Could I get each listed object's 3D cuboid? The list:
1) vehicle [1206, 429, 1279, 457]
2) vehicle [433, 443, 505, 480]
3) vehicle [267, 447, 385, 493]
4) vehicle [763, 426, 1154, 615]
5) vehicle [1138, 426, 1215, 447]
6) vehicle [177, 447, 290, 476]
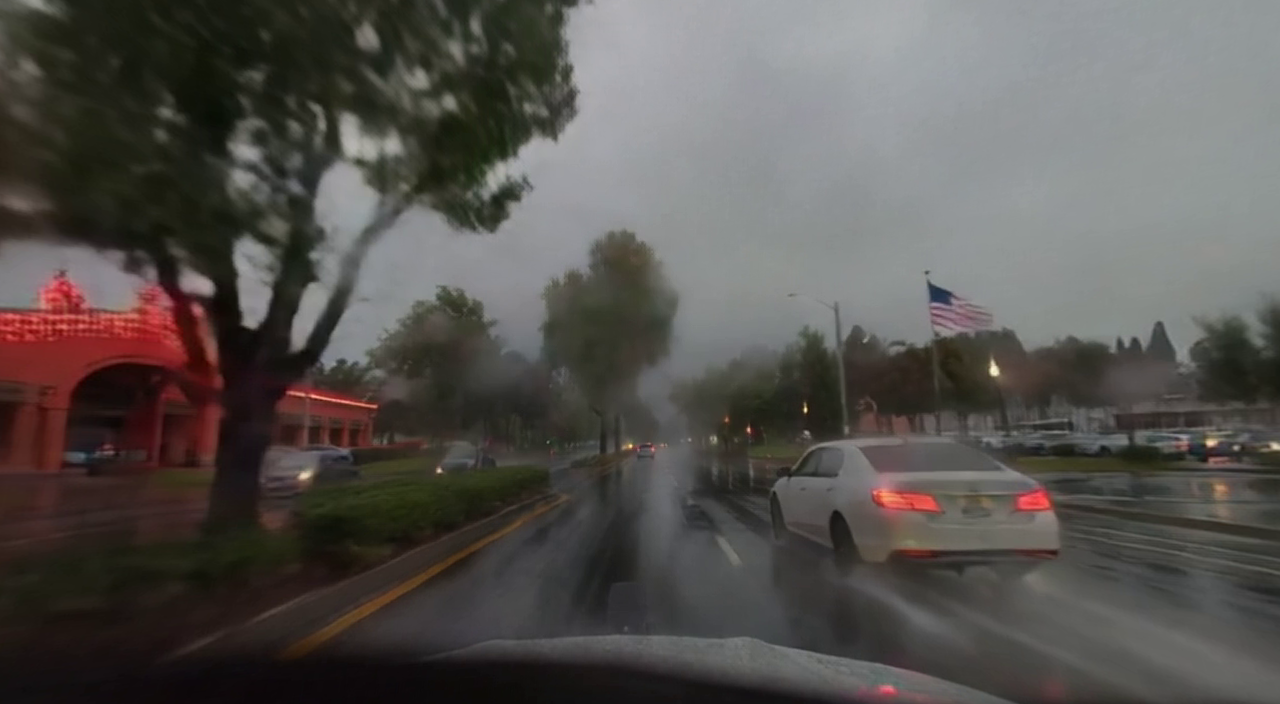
[{"bbox_3d":[34.191,4.993,34.505,1.988,1.455,4.878,0,-8,3],"label":"vehicle"},{"bbox_3d":[-7.683,4.944,28.759,1.904,1.501,4.313,-1,-9,2],"label":"vehicle"},{"bbox_3d":[-11.430,4.300,23.355,1.938,1.487,4.623,0,-8,1],"label":"vehicle"},{"bbox_3d":[3.002,1.690,7.420,2.091,1.472,4.697,0,-8,-1],"label":"vehicle"},{"bbox_3d":[39.298,6.235,46.319,1.800,1.432,4.691,-1,-8,4],"label":"vehicle"},{"bbox_3d":[-23.189,6.245,36.101,4.980,1.521,2.089,0,-8,0],"label":"vehicle"}]
